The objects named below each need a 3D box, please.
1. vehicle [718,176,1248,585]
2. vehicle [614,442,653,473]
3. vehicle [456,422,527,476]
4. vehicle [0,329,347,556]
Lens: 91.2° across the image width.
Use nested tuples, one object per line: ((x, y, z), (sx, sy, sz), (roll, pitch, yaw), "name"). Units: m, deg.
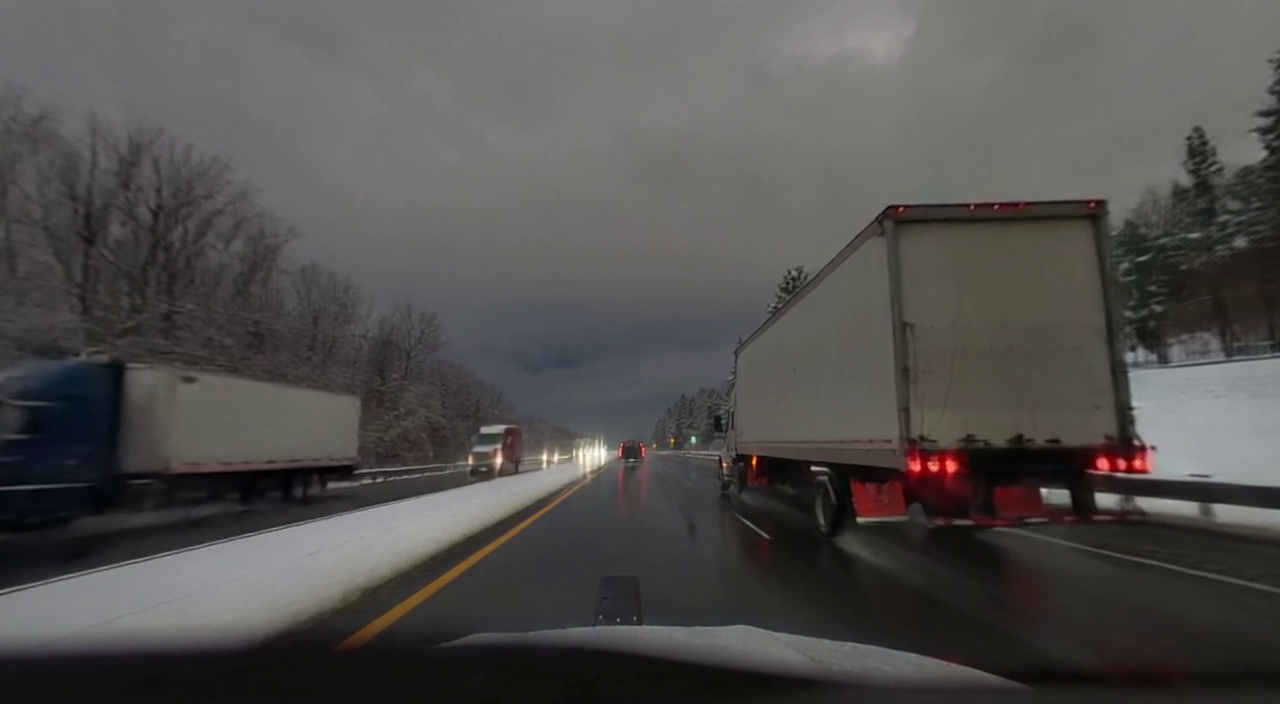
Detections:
((4.131, 1.214, 13.018), (3.068, 4.042, 13.787), (0, -9, -1), "vehicle")
((-0.413, 6.170, 36.901), (2.151, 1.693, 4.201), (0, -9, -1), "vehicle")
((-9.383, 6.276, 40.468), (2.775, 3.102, 7.295), (-1, -9, 0), "vehicle")
((-13.293, 2.684, 18.248), (2.954, 4.145, 13.980), (0, -9, -1), "vehicle")
